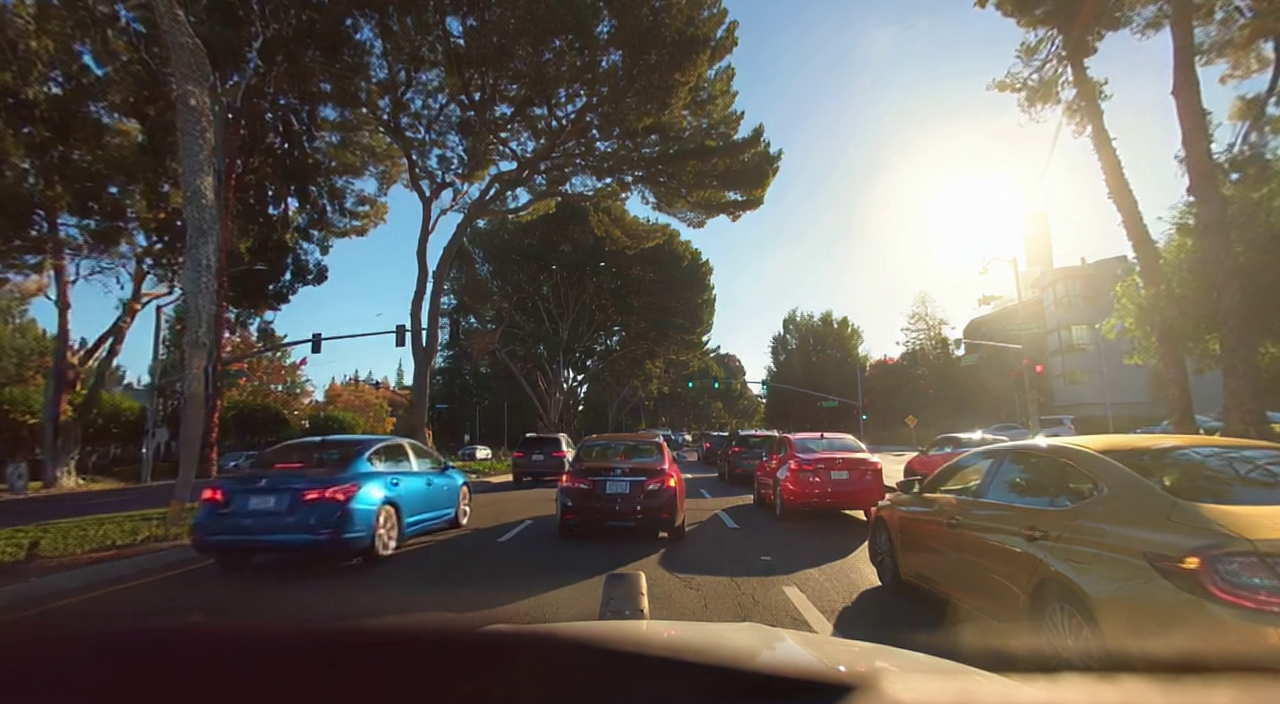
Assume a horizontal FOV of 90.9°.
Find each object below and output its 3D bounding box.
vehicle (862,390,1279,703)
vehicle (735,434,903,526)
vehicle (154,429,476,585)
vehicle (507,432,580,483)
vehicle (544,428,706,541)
[{"bbox_3d":[3.145,1.153,4.036,1.903,1.480,4.270,0,-8,0],"label":"vehicle"},{"bbox_3d":[3.195,2.345,12.306,1.975,1.460,4.357,0,-8,0],"label":"vehicle"},{"bbox_3d":[-3.732,1.831,8.383,1.935,1.482,4.433,0,-8,0],"label":"vehicle"},{"bbox_3d":[-3.474,3.877,23.454,1.961,1.714,4.268,0,-8,1],"label":"vehicle"},{"bbox_3d":[-0.209,2.055,10.360,2.147,1.479,3.803,0,-8,0],"label":"vehicle"}]
